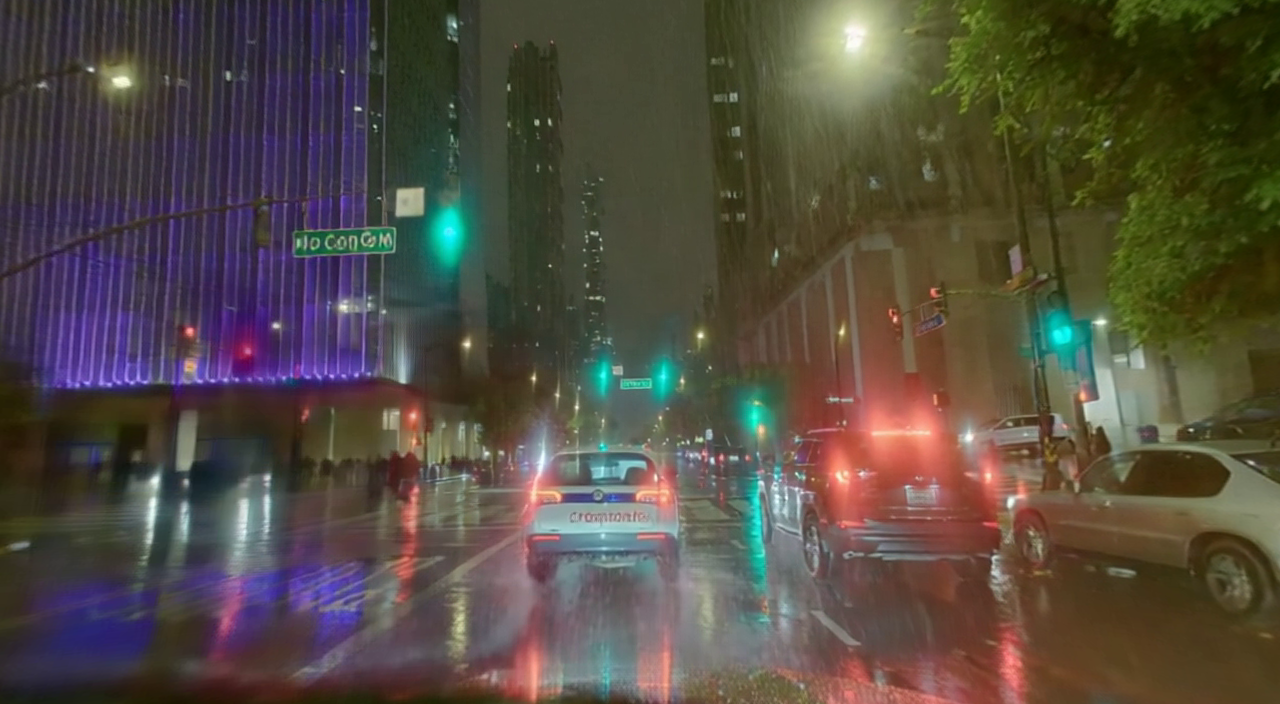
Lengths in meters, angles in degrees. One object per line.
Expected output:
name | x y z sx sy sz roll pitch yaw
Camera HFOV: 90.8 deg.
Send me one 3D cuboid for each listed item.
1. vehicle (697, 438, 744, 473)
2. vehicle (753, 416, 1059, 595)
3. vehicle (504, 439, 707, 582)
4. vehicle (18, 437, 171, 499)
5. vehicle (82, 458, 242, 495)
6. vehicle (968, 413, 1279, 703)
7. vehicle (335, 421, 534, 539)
vehicle | 5.652 7.336 45.045 2.420 2.300 5.313 0 -8 -3
vehicle | 3.038 1.853 8.632 2.072 1.735 4.759 0 -8 0
vehicle | -0.387 1.945 8.665 2.092 1.454 4.132 0 -8 -1
vehicle | -30.882 6.521 35.945 5.896 3.276 2.809 1 -8 0
vehicle | -20.127 5.231 26.758 5.153 1.449 1.966 0 -8 1
vehicle | 2.744 0.811 1.127 1.902 1.454 4.540 0 -8 0
vehicle | -3.693 2.416 12.688 2.190 1.840 5.272 0 -8 0
